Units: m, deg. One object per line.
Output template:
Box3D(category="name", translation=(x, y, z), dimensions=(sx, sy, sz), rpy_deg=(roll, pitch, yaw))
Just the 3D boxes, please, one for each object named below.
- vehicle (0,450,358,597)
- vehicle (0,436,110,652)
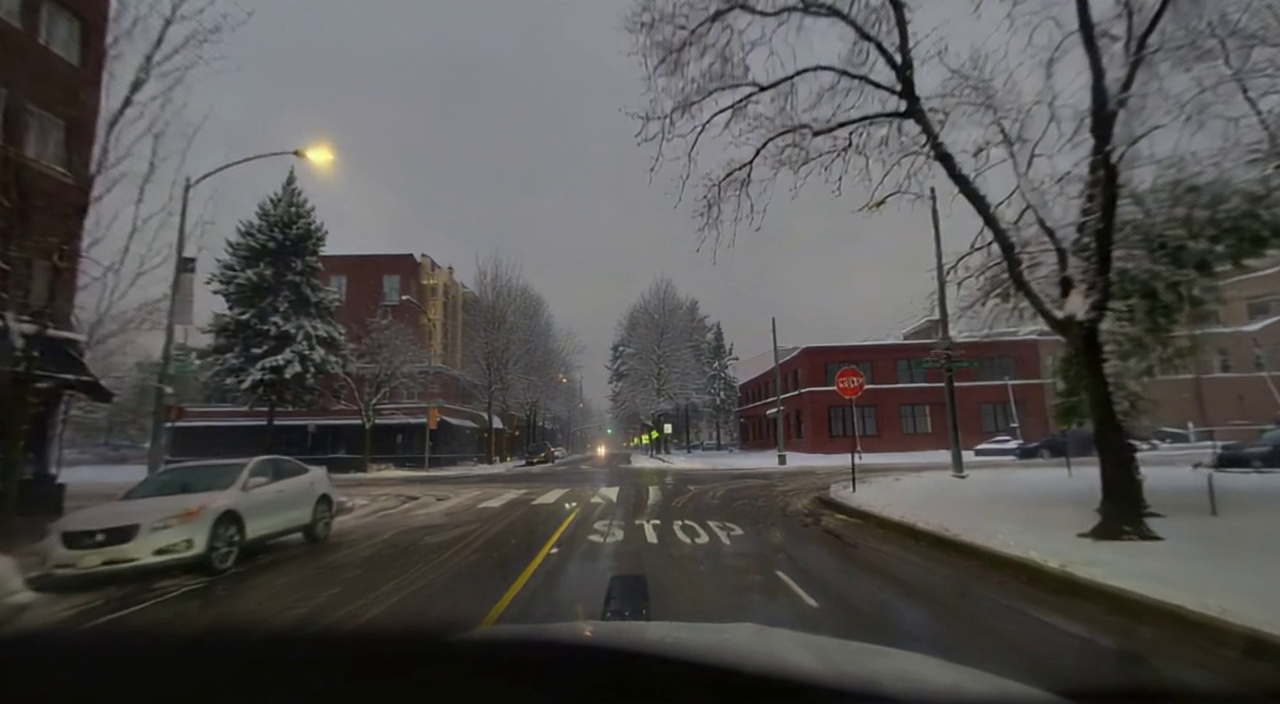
Box3D(category="vehicle", translation=(-5.910, 2.126, 8.803), dimensions=(1.874, 1.460, 4.495), rpy_deg=(0, -8, 0))
Box3D(category="vehicle", translation=(-5.806, 1.267, 3.432), dimensions=(1.901, 1.631, 4.570), rpy_deg=(0, -8, -1))
